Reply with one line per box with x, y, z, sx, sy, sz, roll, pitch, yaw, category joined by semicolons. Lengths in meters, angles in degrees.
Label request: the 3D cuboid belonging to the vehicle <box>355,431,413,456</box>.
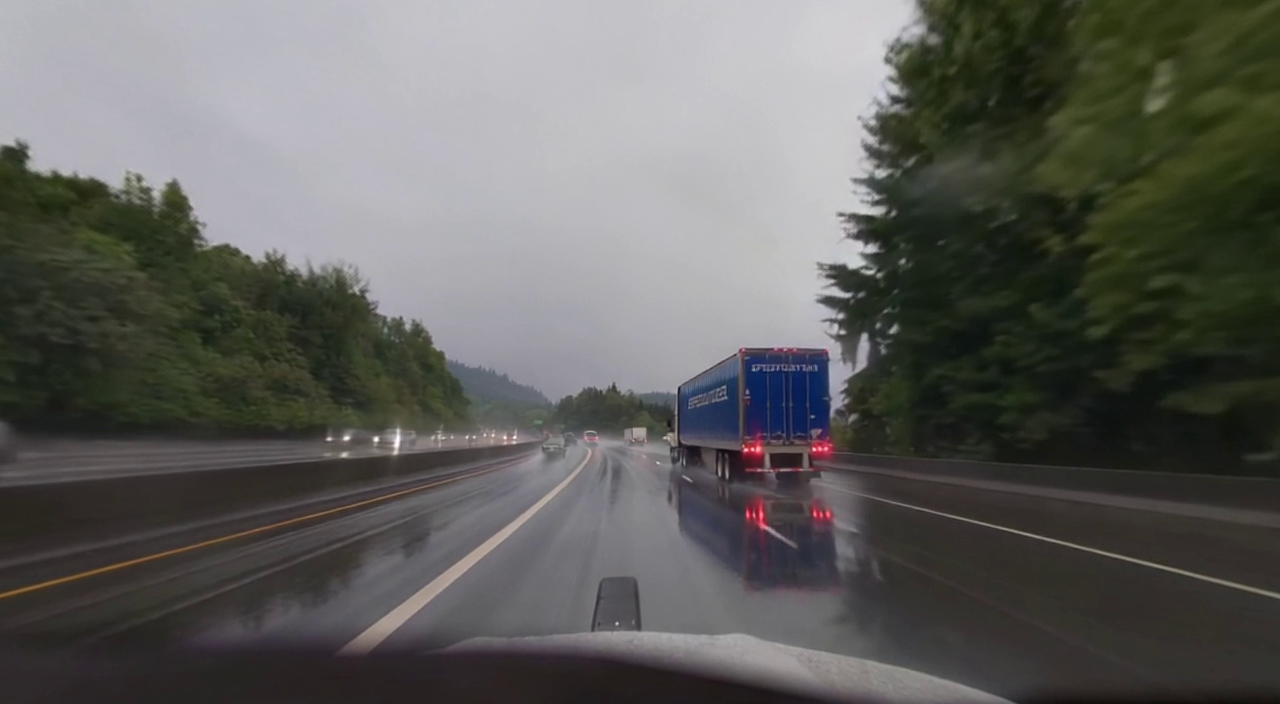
-16.116;5.780;39.996;1.917;1.485;4.686;1;-8;-3;vehicle

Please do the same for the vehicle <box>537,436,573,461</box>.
-5.686;6.489;42.556;2.030;1.547;3.862;1;-8;-3;vehicle

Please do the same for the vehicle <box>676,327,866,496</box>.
3.538;2.366;22.307;2.910;4.051;14.278;1;-8;-3;vehicle

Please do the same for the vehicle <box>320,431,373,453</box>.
-20.633;6.362;44.455;2.009;1.489;3.977;1;-8;-3;vehicle
